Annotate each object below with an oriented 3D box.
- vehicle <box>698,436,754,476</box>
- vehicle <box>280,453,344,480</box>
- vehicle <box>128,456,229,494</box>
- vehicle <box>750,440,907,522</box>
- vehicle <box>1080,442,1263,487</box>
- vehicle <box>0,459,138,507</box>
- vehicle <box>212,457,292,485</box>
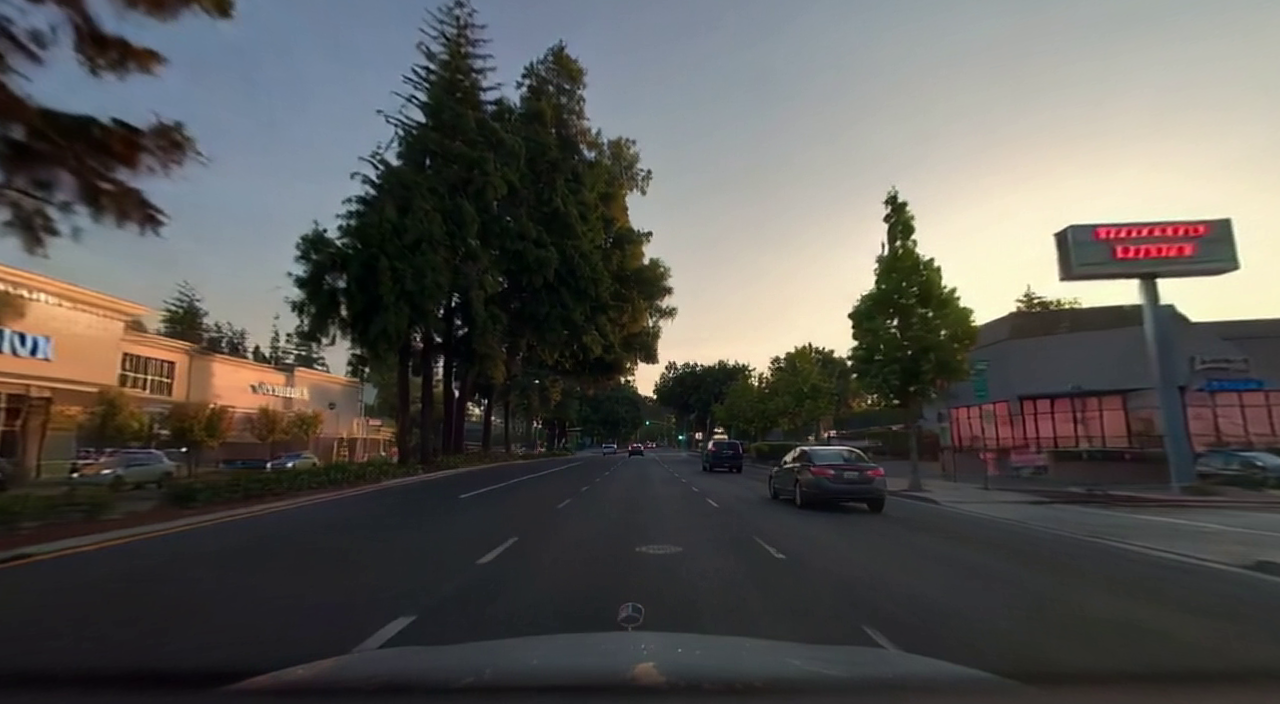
[{"bbox_3d":[4.335,5.331,32.495,2.140,1.921,4.431,0,-8,-2],"label":"vehicle"},{"bbox_3d":[-22.865,8.033,44.198,1.946,1.726,4.746,-2,-10,0],"label":"vehicle"},{"bbox_3d":[-22.842,6.075,31.438,1.822,1.551,4.295,-3,-8,0],"label":"vehicle"},{"bbox_3d":[3.788,2.646,13.572,1.916,1.459,4.335,0,-8,-2],"label":"vehicle"},{"bbox_3d":[18.316,3.880,21.874,4.502,1.459,2.082,0,-9,-2],"label":"vehicle"},{"bbox_3d":[-22.698,5.104,24.894,1.833,1.534,4.821,-3,-8,-1],"label":"vehicle"},{"bbox_3d":[-22.794,6.993,37.236,1.804,1.460,4.515,0,-8,1],"label":"vehicle"}]
